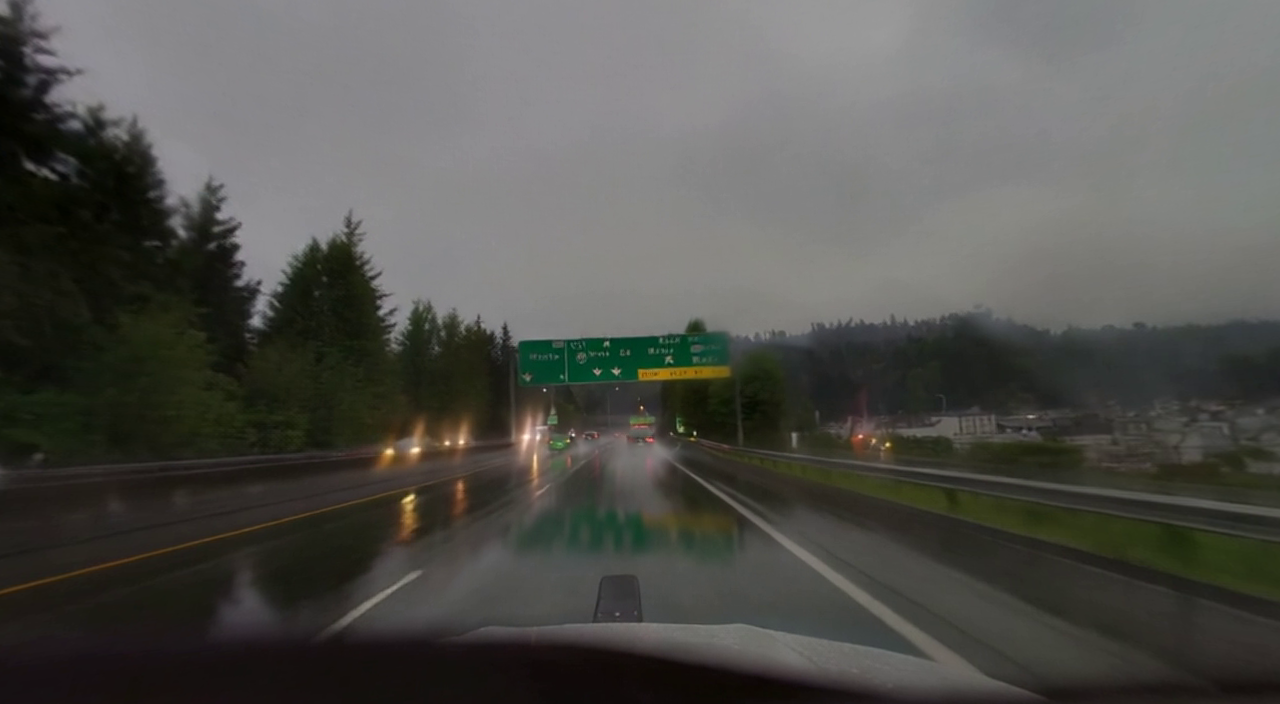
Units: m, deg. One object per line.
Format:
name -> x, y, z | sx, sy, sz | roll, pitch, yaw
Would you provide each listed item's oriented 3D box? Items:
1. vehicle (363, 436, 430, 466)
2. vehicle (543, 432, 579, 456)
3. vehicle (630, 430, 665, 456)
vehicle -> -13.397, 5.444, 34.988 | 1.976, 1.495, 4.556 | 0, -8, -1
vehicle -> -5.177, 6.050, 41.519 | 1.959, 1.514, 3.668 | 0, -8, -1
vehicle -> 0.466, 5.849, 40.581 | 2.139, 1.561, 4.060 | 0, -8, 1
